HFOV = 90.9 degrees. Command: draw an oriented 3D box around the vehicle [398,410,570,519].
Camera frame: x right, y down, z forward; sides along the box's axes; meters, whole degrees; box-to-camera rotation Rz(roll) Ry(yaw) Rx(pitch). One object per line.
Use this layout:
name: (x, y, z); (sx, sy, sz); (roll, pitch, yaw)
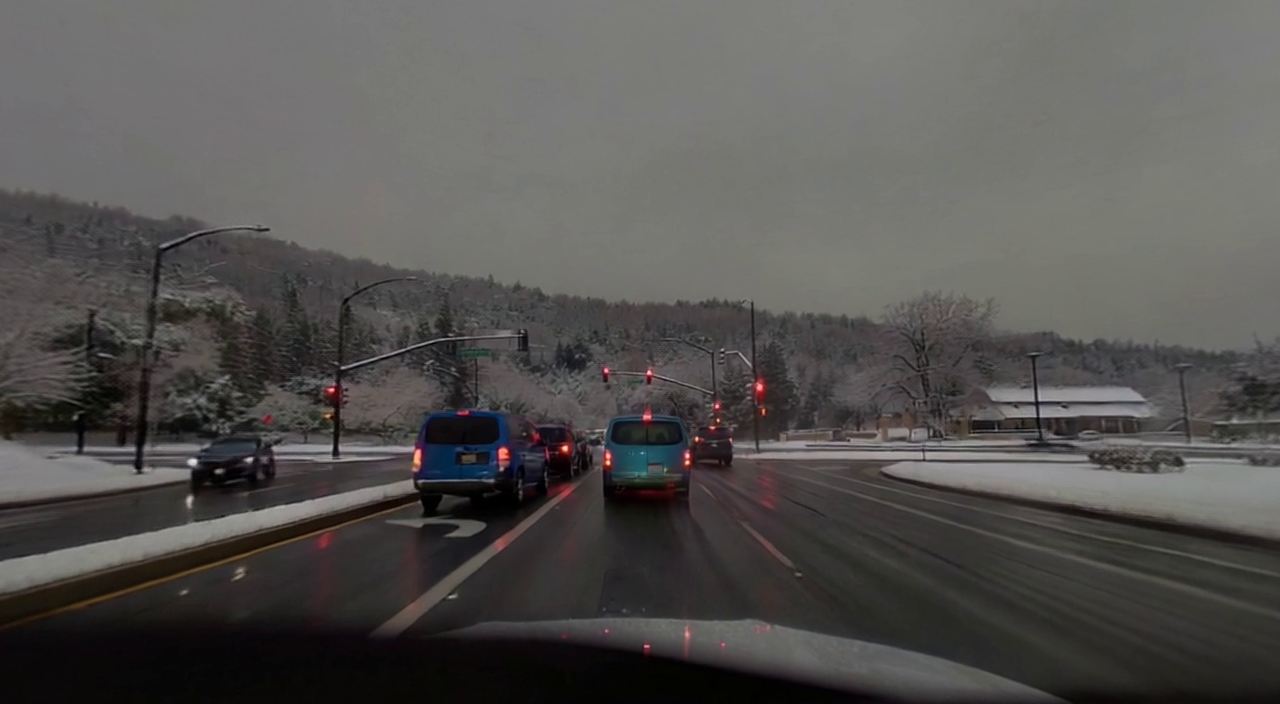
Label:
vehicle: (-2.818, 2.183, 12.666); (2.131, 1.783, 4.540); (0, -8, 2)

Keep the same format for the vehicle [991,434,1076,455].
vehicle: (28.505, 6.697, 45.753); (4.914, 1.470, 1.803); (-1, -8, 3)

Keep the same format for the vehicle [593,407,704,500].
vehicle: (0.200, 2.346, 14.757); (2.185, 1.822, 4.391); (0, -8, 1)

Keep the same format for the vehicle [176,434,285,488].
vehicle: (-14.931, 3.961, 23.338); (2.053, 1.754, 4.717); (2, -9, -17)

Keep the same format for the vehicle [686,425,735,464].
vehicle: (3.210, 4.299, 29.372); (1.817, 1.662, 3.843); (0, -8, -1)
